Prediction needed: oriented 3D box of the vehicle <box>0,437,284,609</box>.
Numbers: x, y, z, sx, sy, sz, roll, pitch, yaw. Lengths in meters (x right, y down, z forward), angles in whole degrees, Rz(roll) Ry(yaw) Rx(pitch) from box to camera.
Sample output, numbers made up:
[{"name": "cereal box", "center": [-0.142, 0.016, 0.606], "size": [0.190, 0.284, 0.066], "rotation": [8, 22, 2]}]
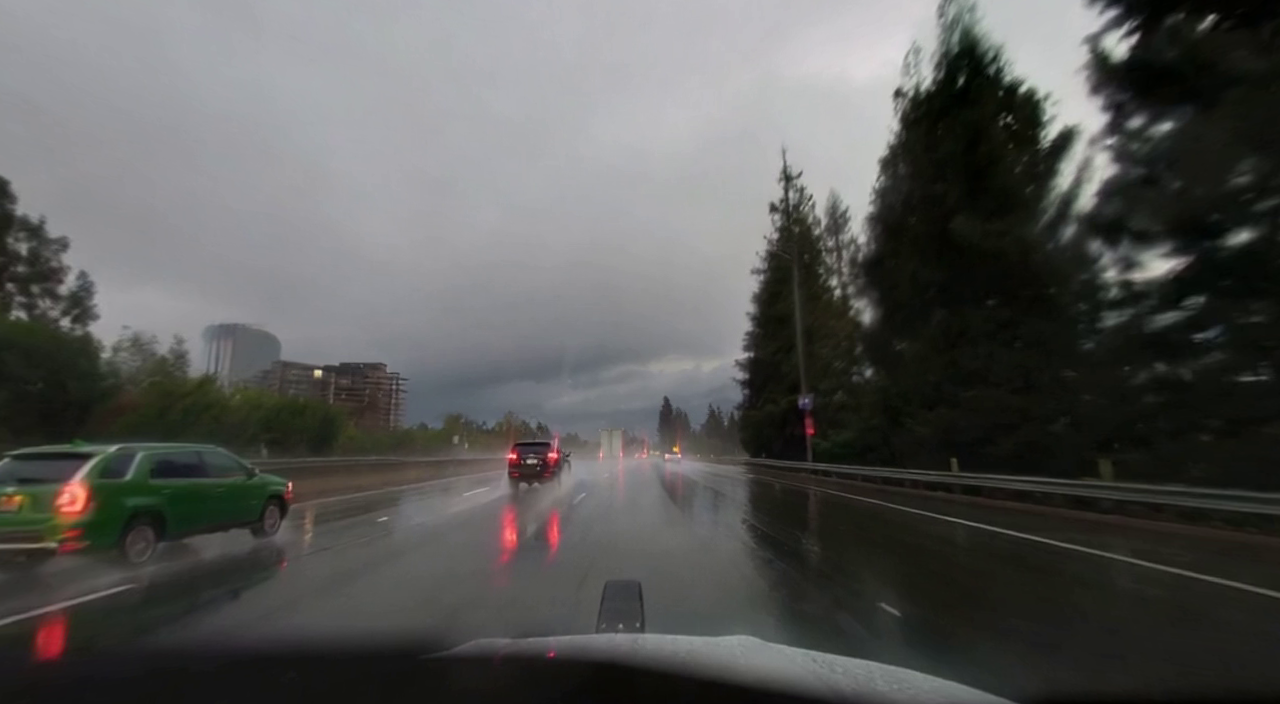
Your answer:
[{"name": "vehicle", "center": [-6.651, 1.848, 7.798], "size": [1.969, 1.520, 4.190], "rotation": [0, -9, 1]}]

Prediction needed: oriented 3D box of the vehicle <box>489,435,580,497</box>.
[{"name": "vehicle", "center": [-3.219, 3.600, 20.203], "size": [2.111, 1.742, 4.315], "rotation": [0, -9, 1]}]
